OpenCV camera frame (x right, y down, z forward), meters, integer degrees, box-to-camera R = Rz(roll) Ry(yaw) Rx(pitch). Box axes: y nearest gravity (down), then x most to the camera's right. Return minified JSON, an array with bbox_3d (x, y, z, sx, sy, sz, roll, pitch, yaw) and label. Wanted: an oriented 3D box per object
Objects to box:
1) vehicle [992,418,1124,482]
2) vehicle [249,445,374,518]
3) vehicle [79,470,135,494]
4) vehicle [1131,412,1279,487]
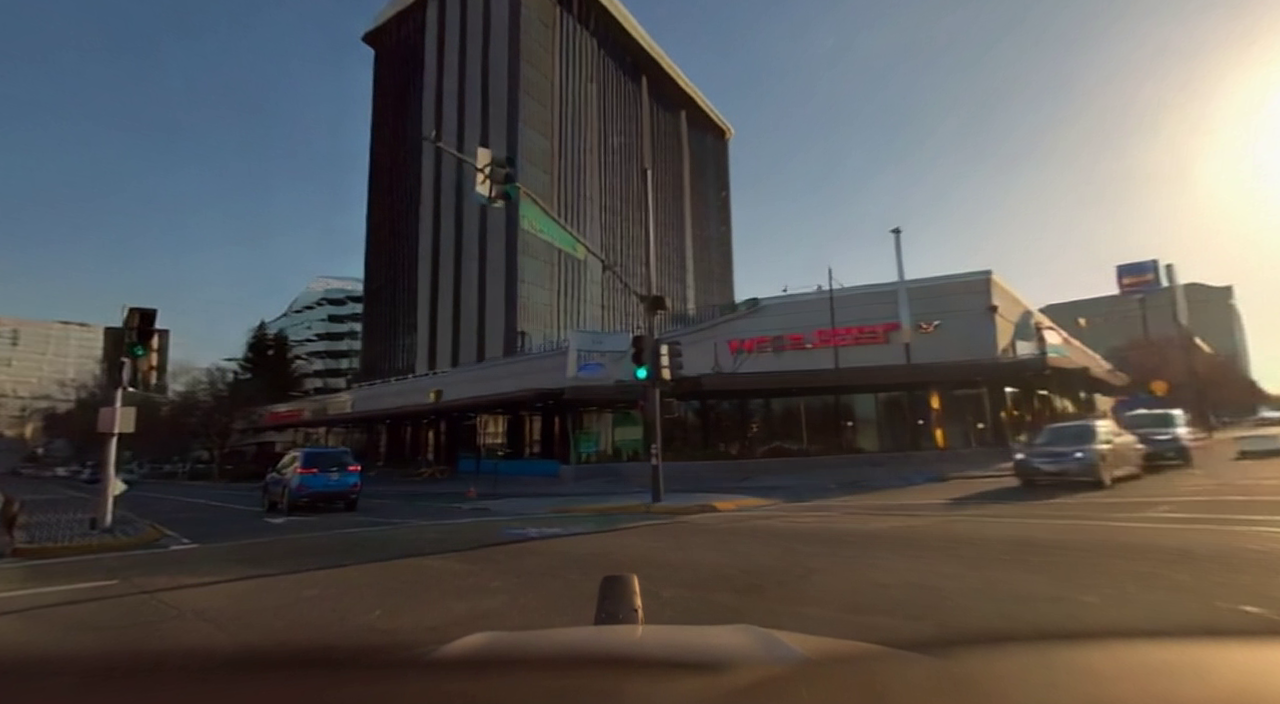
[{"bbox_3d":[11.985,2.764,18.011,4.342,1.596,2.005,7,-11,-42],"label":"vehicle"},{"bbox_3d":[-9.515,3.577,18.123,2.238,1.762,4.445,6,-11,-39],"label":"vehicle"},{"bbox_3d":[-41.553,10.091,49.213,3.855,1.627,1.943,-5,-10,28],"label":"vehicle"},{"bbox_3d":[13.730,2.340,15.251,4.210,1.529,2.163,7,-12,-43],"label":"vehicle"}]
